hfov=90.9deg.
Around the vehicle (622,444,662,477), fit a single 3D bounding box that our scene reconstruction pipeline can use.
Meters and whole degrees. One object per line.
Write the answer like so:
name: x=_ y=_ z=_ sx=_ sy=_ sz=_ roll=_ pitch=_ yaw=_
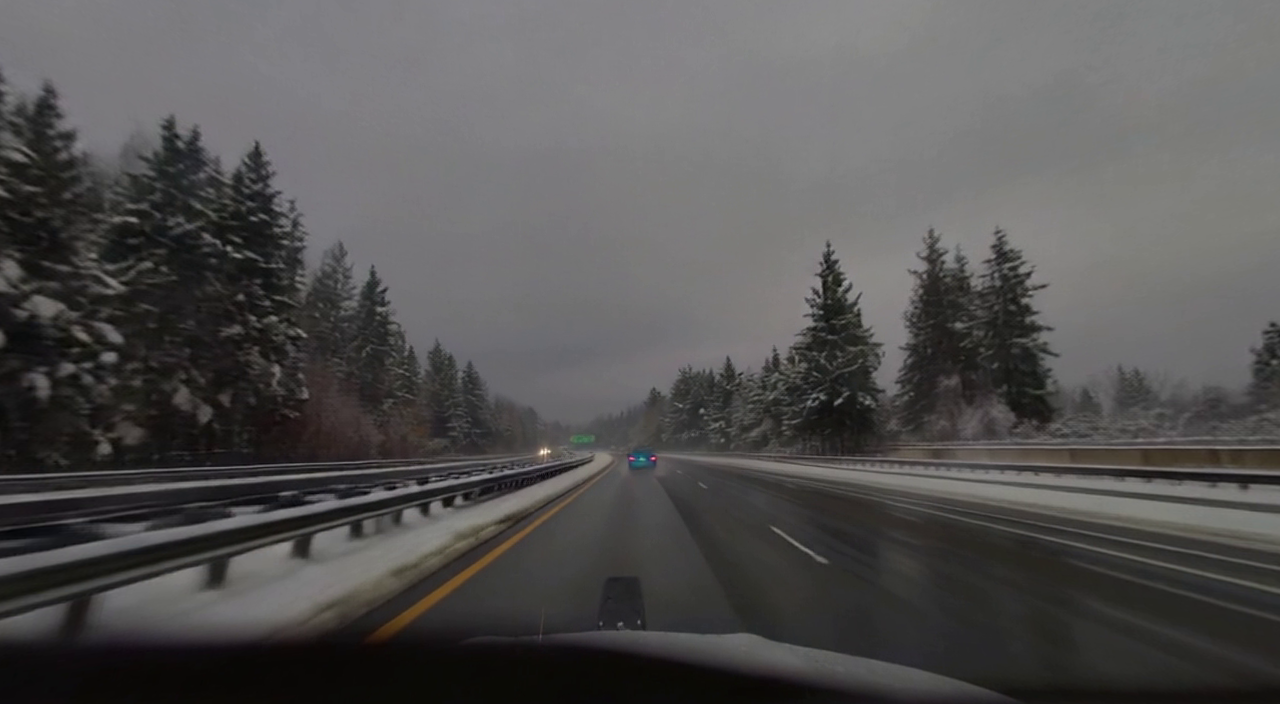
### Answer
vehicle: x=0.069 y=5.770 z=33.615 sx=1.987 sy=1.658 sz=3.620 roll=0 pitch=-9 yaw=-1
